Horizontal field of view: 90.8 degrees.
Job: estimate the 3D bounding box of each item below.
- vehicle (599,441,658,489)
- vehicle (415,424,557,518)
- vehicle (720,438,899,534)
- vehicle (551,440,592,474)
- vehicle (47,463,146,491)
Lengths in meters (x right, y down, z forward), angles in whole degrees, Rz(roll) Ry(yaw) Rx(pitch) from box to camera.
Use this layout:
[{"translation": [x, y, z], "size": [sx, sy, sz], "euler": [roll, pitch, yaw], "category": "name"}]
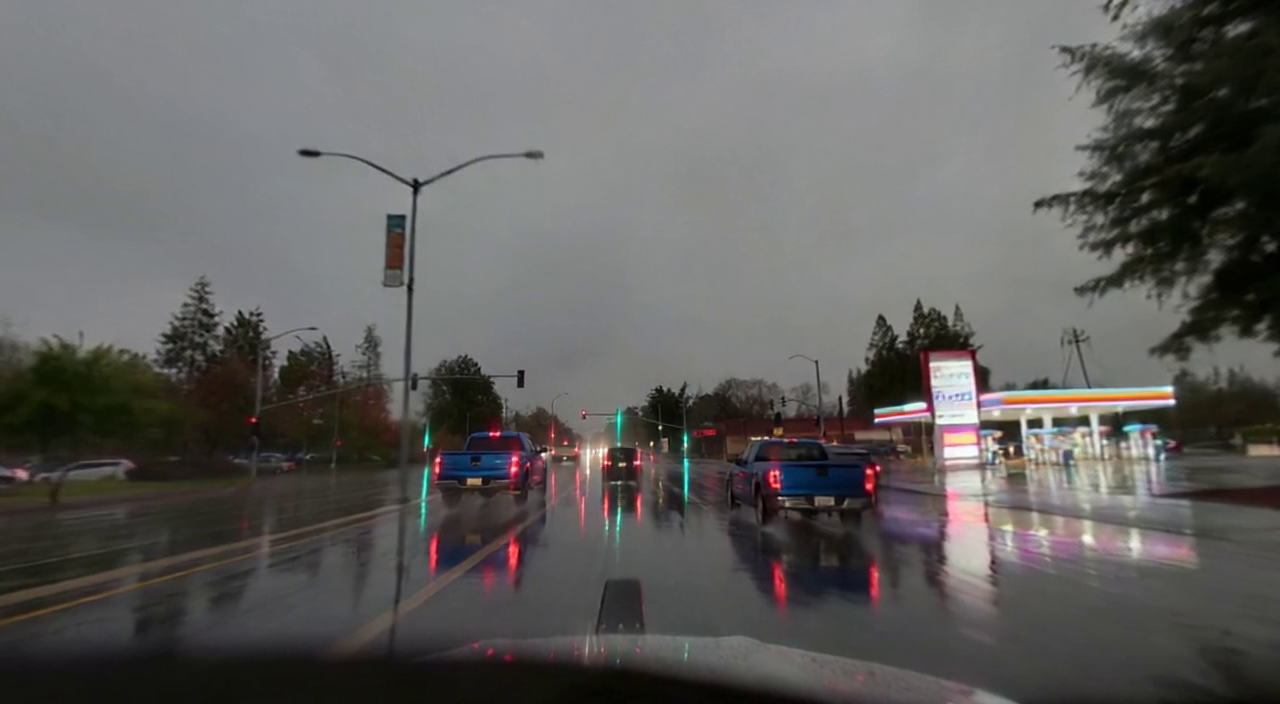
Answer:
[{"translation": [-0.436, 4.169, 23.608], "size": [2.029, 1.605, 3.827], "euler": [0, -9, -2], "category": "vehicle"}, {"translation": [-3.532, 2.858, 15.814], "size": [2.195, 1.905, 5.634], "euler": [0, -9, -1], "category": "vehicle"}, {"translation": [2.952, 2.441, 12.220], "size": [2.061, 1.487, 4.462], "euler": [0, -9, -2], "category": "vehicle"}, {"translation": [-4.377, 6.804, 41.116], "size": [2.321, 2.026, 5.307], "euler": [0, -9, -3], "category": "vehicle"}, {"translation": [-36.167, 8.272, 42.146], "size": [1.929, 1.636, 4.589], "euler": [-7, -11, 38], "category": "vehicle"}]
